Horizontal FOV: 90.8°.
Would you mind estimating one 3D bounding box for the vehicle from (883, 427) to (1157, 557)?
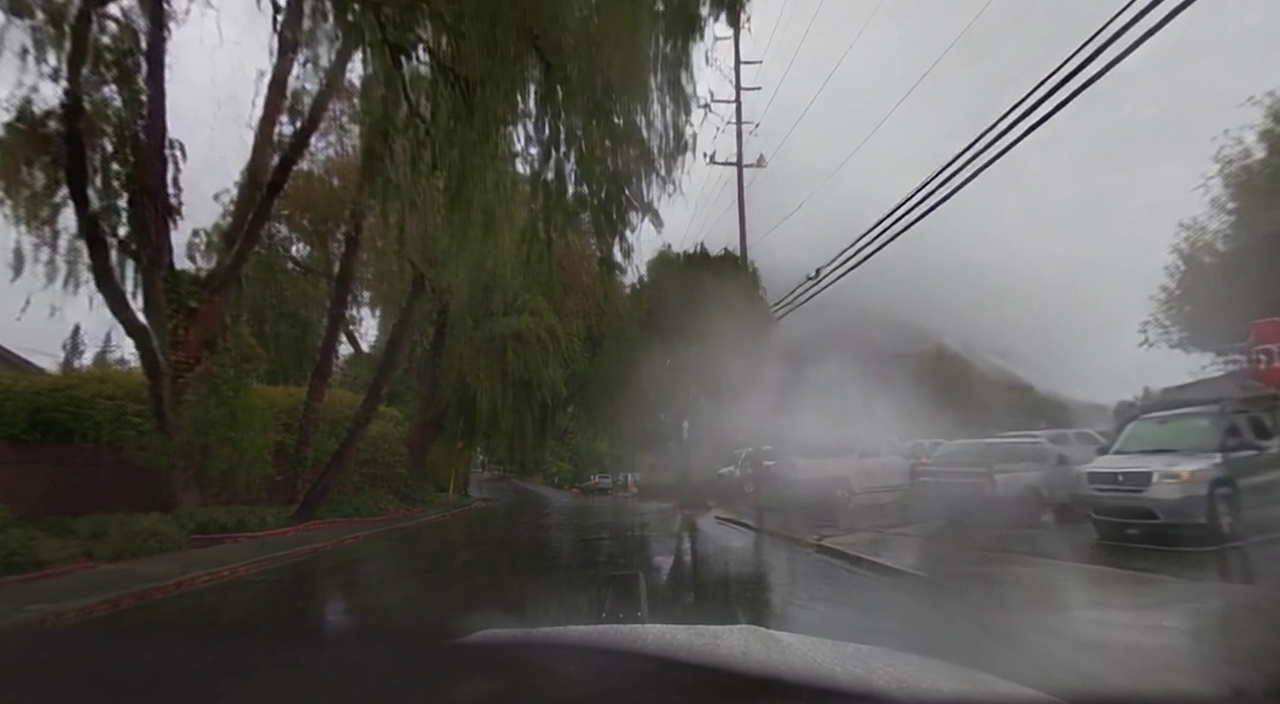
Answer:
[{"bbox_3d":[6.942,2.359,11.559,4.444,1.902,2.099,3,-7,-26],"label":"vehicle"}]

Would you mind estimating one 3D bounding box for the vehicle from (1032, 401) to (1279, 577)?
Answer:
[{"bbox_3d":[8.226,1.842,9.065,4.780,1.984,1.896,4,-10,-23],"label":"vehicle"}]
